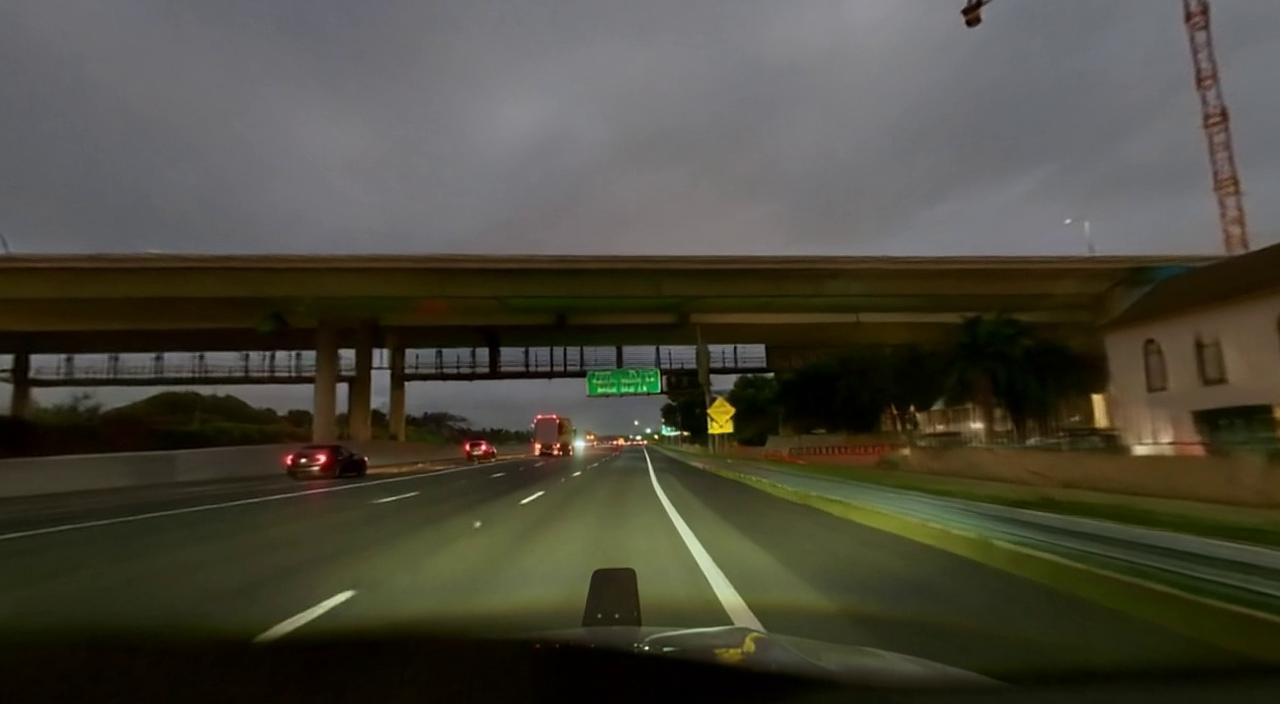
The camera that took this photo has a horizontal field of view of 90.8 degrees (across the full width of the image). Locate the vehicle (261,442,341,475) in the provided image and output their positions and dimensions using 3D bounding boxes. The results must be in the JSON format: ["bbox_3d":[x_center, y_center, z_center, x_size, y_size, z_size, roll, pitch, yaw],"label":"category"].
[{"bbox_3d":[-18.982,5.947,35.624,1.932,1.752,4.541,0,-8,0],"label":"vehicle"}]
